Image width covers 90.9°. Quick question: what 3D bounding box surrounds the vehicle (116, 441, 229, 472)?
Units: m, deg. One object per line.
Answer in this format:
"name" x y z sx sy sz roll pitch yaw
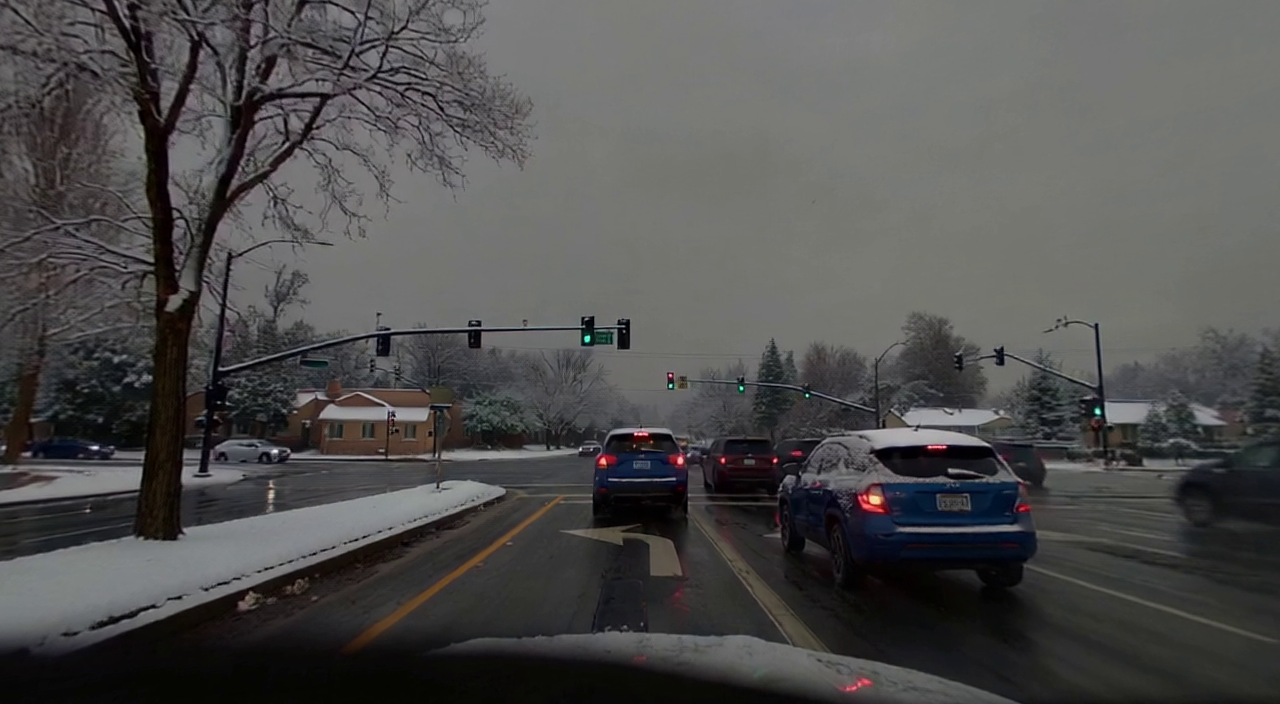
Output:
"vehicle" -26.341 5.883 35.634 4.724 1.630 1.968 0 -8 -3

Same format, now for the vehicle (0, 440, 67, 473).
"vehicle" -35.041 5.778 34.937 4.465 1.693 1.959 2 -9 -1

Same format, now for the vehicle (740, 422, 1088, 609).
"vehicle" 2.553 1.642 7.323 2.009 1.480 4.423 0 -8 -1

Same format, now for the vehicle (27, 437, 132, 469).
"vehicle" -36.855 6.628 41.532 4.771 1.778 2.032 3 -8 -2

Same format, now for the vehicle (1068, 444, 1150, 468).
"vehicle" 33.098 7.360 44.520 4.215 1.618 1.949 0 -8 -2

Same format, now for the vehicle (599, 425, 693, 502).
"vehicle" 0.073 2.788 16.158 2.099 1.705 4.020 0 -8 -2
